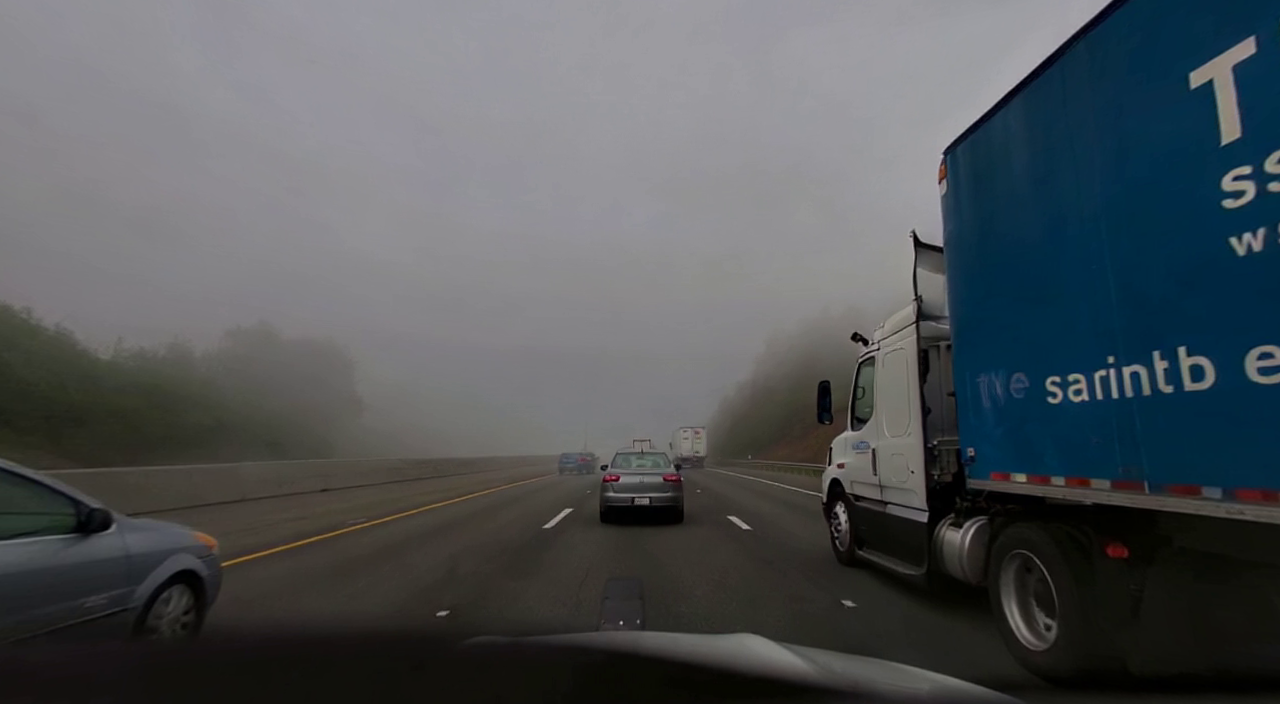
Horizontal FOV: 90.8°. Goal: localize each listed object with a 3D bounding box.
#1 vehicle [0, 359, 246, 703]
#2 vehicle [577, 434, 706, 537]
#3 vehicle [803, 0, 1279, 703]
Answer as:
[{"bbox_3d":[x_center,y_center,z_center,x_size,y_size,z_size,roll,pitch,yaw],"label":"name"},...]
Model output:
[{"bbox_3d":[-3.500,0.732,1.570,1.985,1.671,4.604,0,-9,1],"label":"vehicle"},{"bbox_3d":[0.011,2.332,11.485,1.973,1.574,3.426,0,-9,0],"label":"vehicle"},{"bbox_3d":[3.788,-0.513,0.497,2.981,4.069,16.756,0,-9,0],"label":"vehicle"}]
